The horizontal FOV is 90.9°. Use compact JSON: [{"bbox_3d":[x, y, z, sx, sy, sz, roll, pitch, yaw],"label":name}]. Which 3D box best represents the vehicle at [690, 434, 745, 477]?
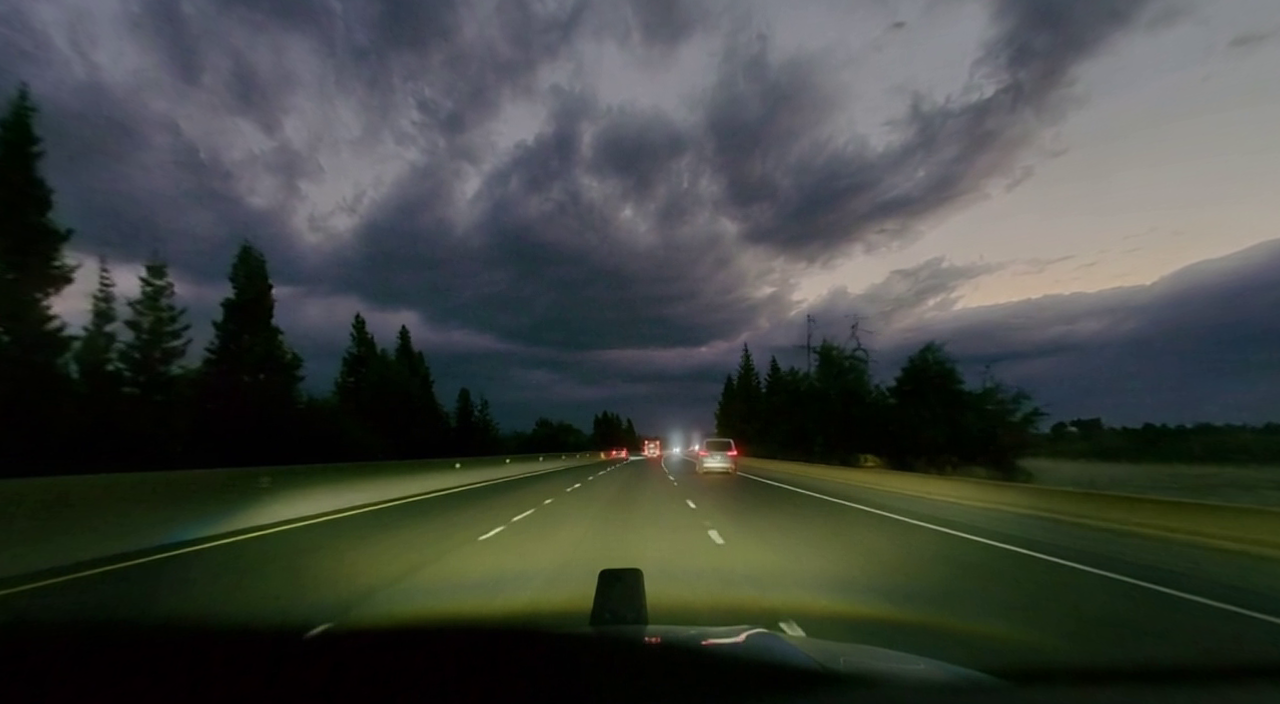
[{"bbox_3d":[3.869,5.317,32.422,2.219,2.033,4.911,0,-9,1],"label":"vehicle"}]
